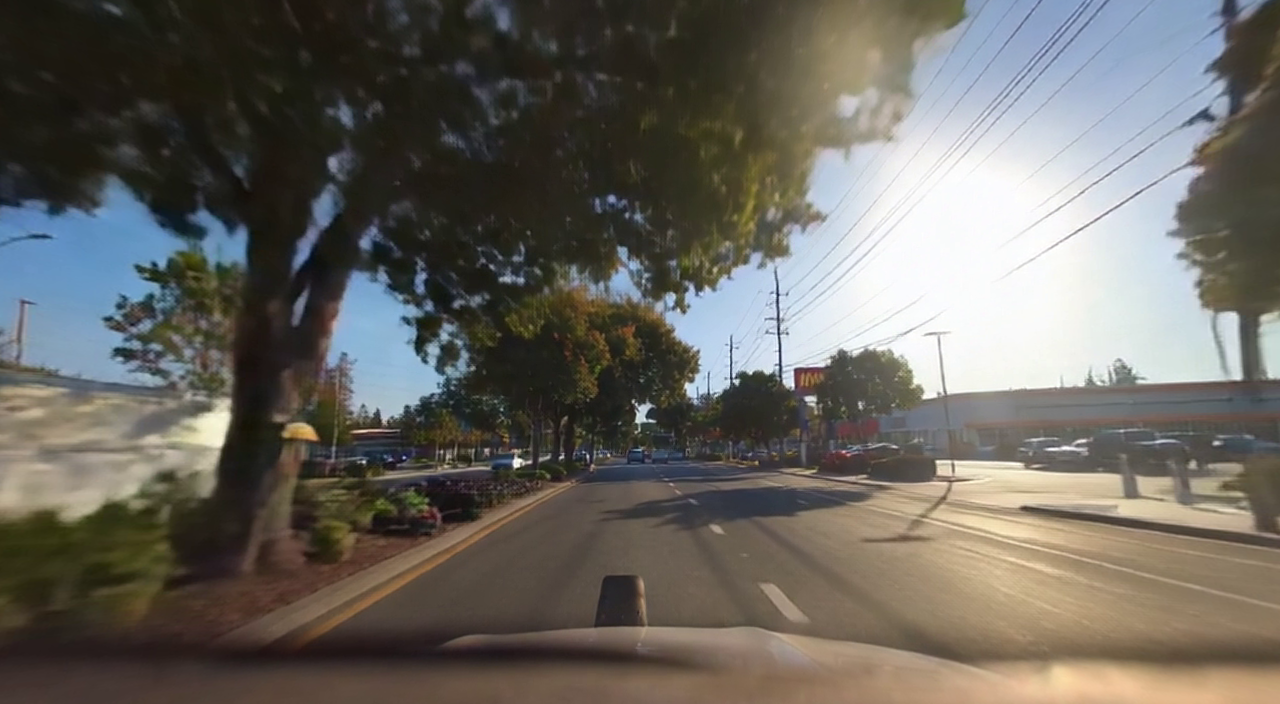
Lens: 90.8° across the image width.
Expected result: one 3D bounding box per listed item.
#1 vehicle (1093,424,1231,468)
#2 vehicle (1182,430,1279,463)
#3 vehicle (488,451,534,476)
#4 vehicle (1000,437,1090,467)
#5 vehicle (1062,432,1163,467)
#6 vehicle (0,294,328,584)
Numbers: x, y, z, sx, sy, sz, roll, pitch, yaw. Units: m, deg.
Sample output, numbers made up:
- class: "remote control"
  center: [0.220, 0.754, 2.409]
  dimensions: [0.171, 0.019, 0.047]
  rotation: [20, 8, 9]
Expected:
- class: "vehicle"
  center: [28.568, 5.172, 34.975]
  dimensions: [2.346, 2.093, 6.071]
  rotation: [-2, -8, -1]
- class: "vehicle"
  center: [34.338, 5.446, 36.199]
  dimensions: [2.220, 1.723, 4.883]
  rotation: [0, -9, 1]
- class: "vehicle"
  center: [-8.692, 7.556, 42.993]
  dimensions: [2.043, 1.536, 4.682]
  rotation: [0, -9, 1]
- class: "vehicle"
  center: [23.066, 5.763, 36.206]
  dimensions: [2.113, 1.582, 4.559]
  rotation: [0, -9, 0]
- class: "vehicle"
  center: [25.530, 5.294, 34.357]
  dimensions: [2.012, 1.772, 4.458]
  rotation: [0, -9, 0]
- class: "vehicle"
  center: [-8.686, 1.150, 8.173]
  dimensions: [3.241, 3.133, 12.822]
  rotation: [1, -9, -2]
